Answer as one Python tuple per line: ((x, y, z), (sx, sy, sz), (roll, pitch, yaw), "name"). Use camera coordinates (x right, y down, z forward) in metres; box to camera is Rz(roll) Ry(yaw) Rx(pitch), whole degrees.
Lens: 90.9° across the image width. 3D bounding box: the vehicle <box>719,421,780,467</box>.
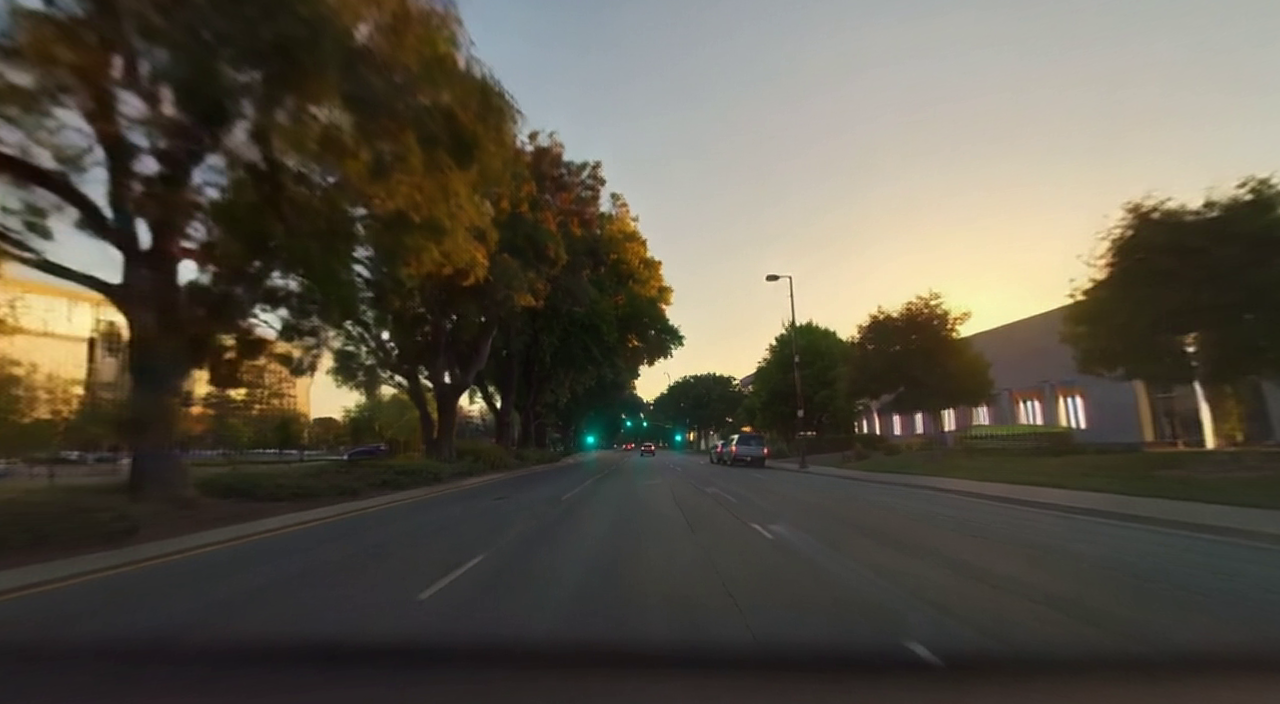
((6.644, 5.717, 39.068), (2.762, 2.607, 6.182), (0, -8, 1), "vehicle")
